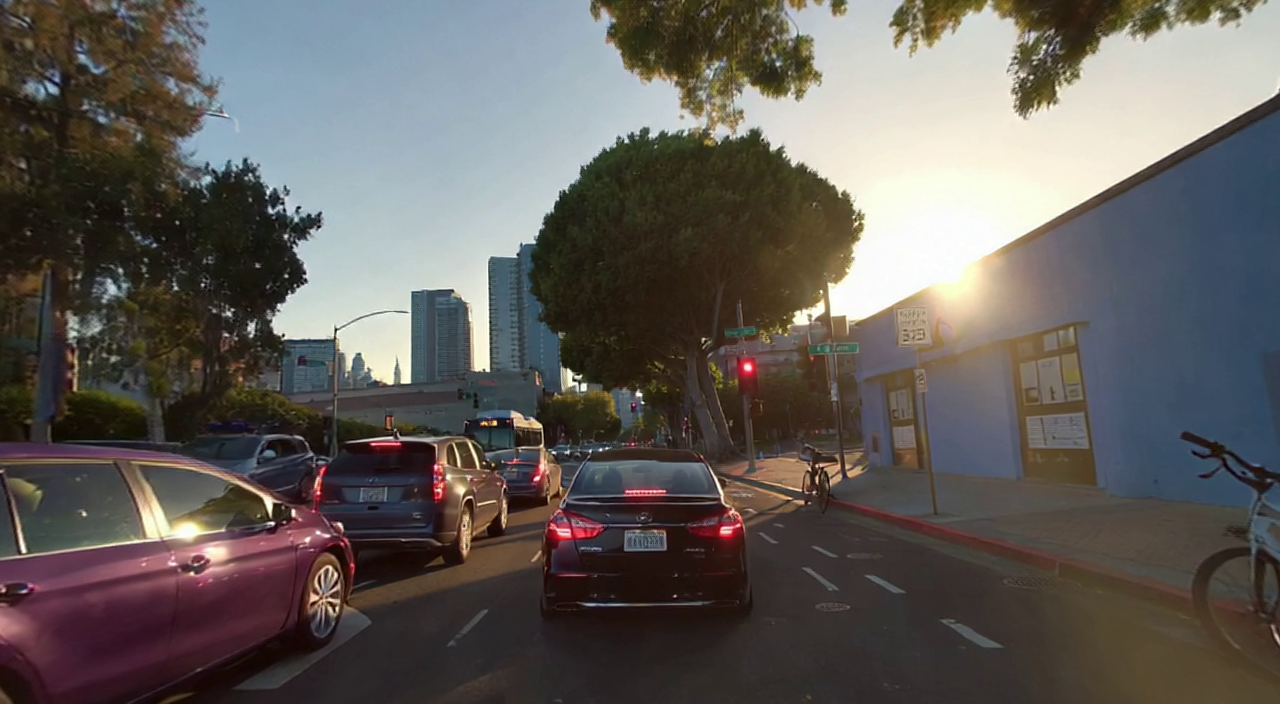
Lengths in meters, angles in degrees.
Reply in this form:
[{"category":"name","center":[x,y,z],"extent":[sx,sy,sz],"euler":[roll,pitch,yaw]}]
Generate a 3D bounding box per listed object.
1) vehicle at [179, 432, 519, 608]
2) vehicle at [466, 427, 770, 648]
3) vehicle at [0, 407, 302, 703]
[{"category":"vehicle","center":[-2.918,1.758,7.640],"extent":[1.944,1.481,4.385],"euler":[0,-8,1]},{"category":"vehicle","center":[-0.136,1.526,6.178],"extent":[2.031,1.461,3.763],"euler":[0,-8,1]},{"category":"vehicle","center":[-3.169,0.878,1.748],"extent":[1.867,1.486,4.452],"euler":[0,-8,2]}]
